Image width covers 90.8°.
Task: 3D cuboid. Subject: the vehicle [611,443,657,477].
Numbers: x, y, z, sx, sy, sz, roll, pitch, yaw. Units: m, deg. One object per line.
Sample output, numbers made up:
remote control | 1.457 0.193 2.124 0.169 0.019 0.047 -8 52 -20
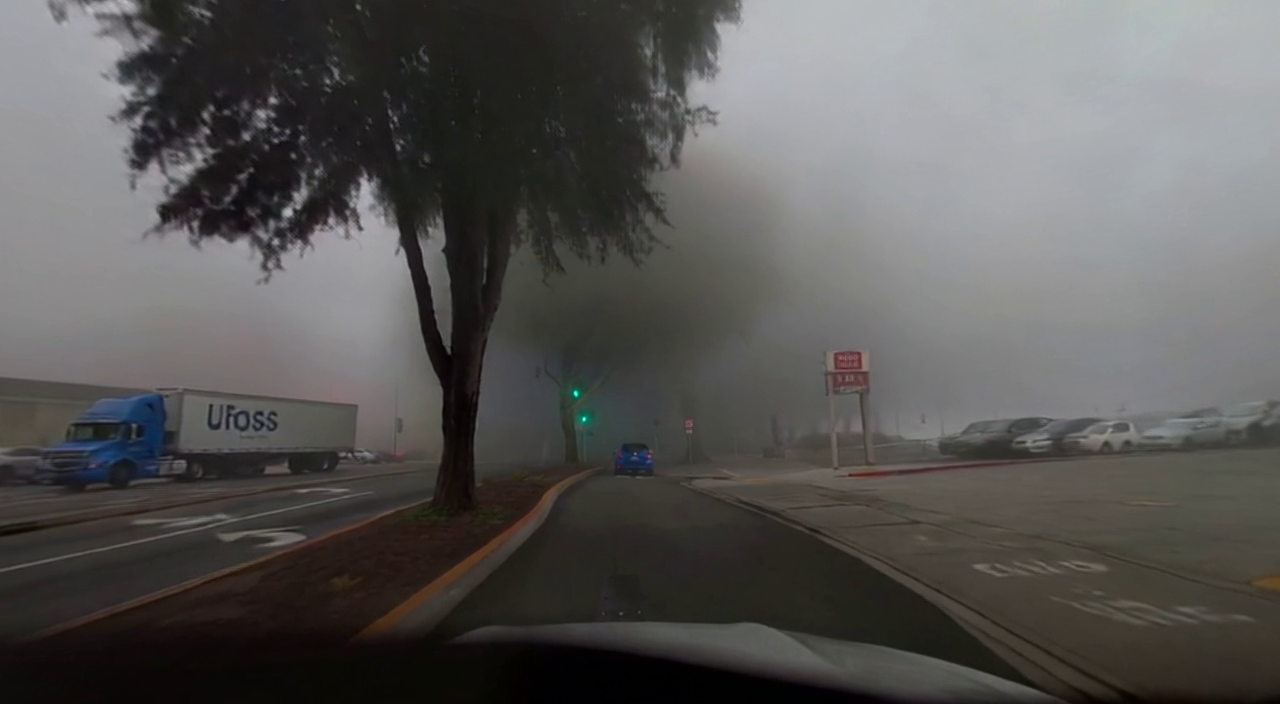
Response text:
vehicle | -0.220 4.938 29.129 2.006 1.470 3.799 0 -8 1

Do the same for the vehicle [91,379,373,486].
vehicle | -18.194 3.924 30.014 2.792 4.025 11.784 -3 -9 19

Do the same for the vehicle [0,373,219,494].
vehicle | -20.231 3.139 24.091 3.045 3.961 6.104 -3 -9 18
